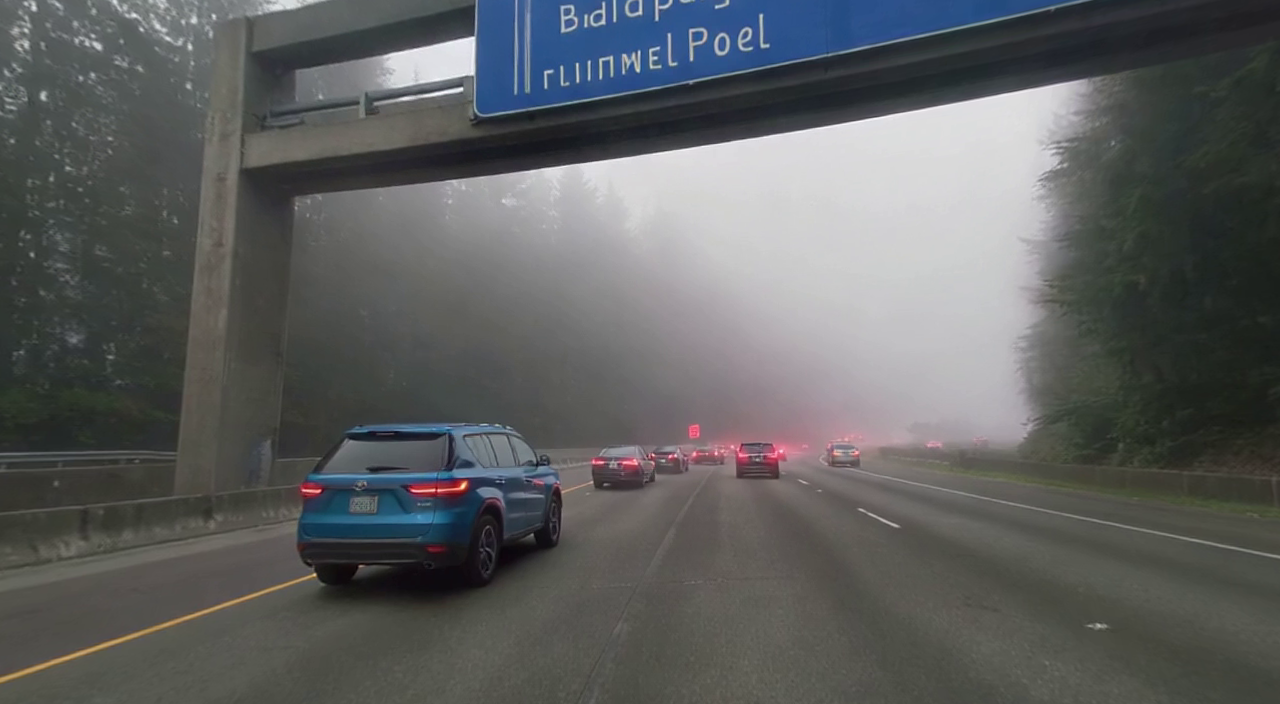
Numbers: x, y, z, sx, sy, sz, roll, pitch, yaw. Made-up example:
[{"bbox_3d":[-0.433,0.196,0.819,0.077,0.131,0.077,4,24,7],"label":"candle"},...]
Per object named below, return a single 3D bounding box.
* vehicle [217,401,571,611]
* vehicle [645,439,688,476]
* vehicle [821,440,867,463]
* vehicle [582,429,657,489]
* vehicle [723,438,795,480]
[{"bbox_3d":[-2.223,1.520,7.140,2.021,1.635,4.085,-1,-8,6],"label":"vehicle"},{"bbox_3d":[1.178,4.531,27.342,1.755,1.457,3.686,-1,-8,3],"label":"vehicle"},{"bbox_3d":[13.660,6.684,42.431,1.990,1.478,4.475,-1,-8,5],"label":"vehicle"},{"bbox_3d":[-0.538,3.292,19.639,2.017,1.662,3.543,-1,-8,3],"label":"vehicle"},{"bbox_3d":[4.420,4.051,24.087,1.962,1.442,4.536,0,-8,1],"label":"vehicle"}]
